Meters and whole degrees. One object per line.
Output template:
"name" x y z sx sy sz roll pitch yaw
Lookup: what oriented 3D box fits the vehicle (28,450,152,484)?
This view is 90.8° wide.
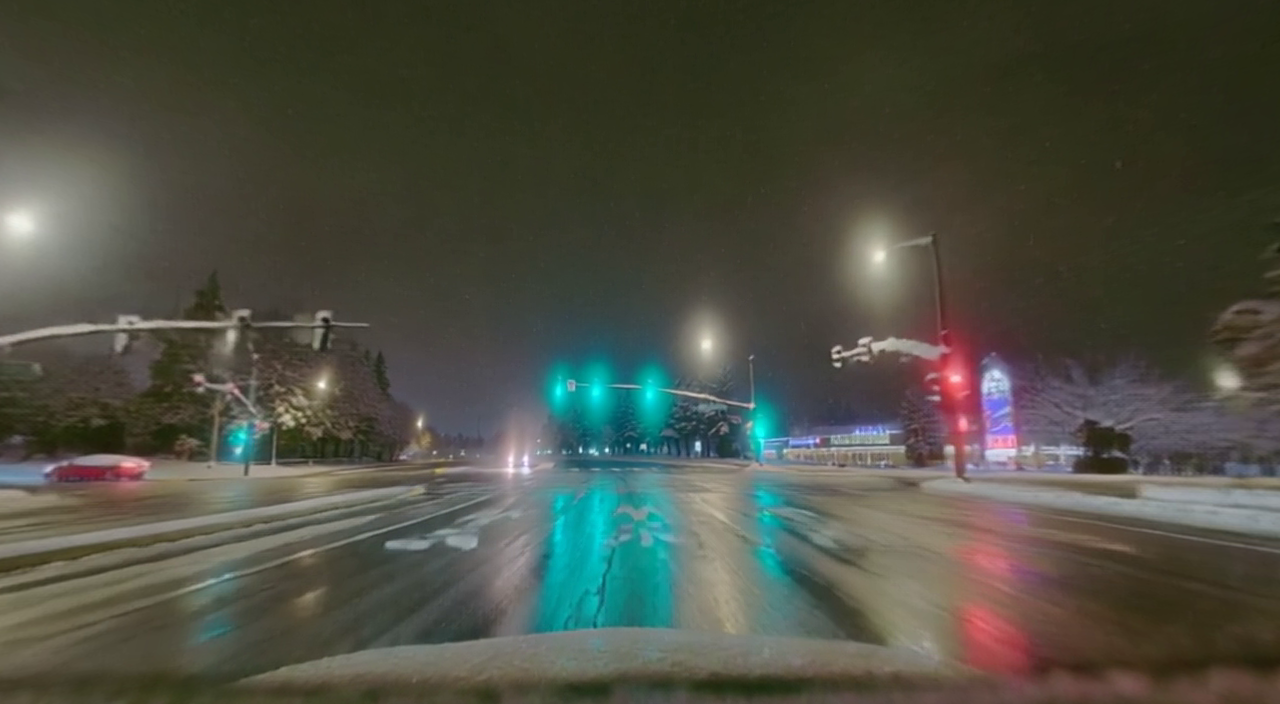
"vehicle" -35.607 7.427 41.016 6.154 2.082 2.181 0 -8 4
